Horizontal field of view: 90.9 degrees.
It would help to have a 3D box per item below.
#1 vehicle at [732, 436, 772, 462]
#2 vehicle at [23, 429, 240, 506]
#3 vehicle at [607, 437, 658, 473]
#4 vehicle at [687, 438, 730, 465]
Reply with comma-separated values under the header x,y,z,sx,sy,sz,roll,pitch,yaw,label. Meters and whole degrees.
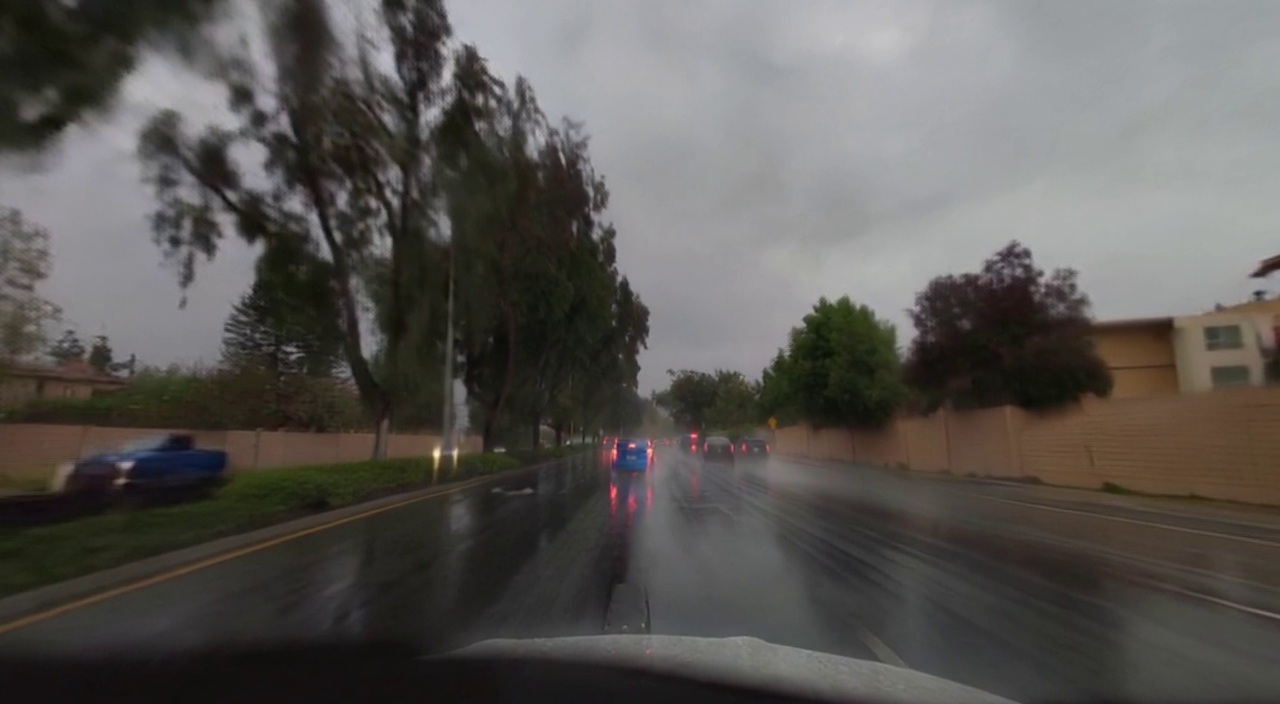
x,y,z,sx,sy,sz,roll,pitch,yaw,label
7.748,6.748,43.868,1.972,1.700,4.269,0,-8,0,vehicle
-14.144,3.212,18.038,2.156,1.889,4.750,0,-8,1,vehicle
-0.289,4.579,28.241,2.102,1.481,3.907,0,-8,1,vehicle
4.029,5.926,37.826,2.067,1.514,4.188,0,-8,-1,vehicle
